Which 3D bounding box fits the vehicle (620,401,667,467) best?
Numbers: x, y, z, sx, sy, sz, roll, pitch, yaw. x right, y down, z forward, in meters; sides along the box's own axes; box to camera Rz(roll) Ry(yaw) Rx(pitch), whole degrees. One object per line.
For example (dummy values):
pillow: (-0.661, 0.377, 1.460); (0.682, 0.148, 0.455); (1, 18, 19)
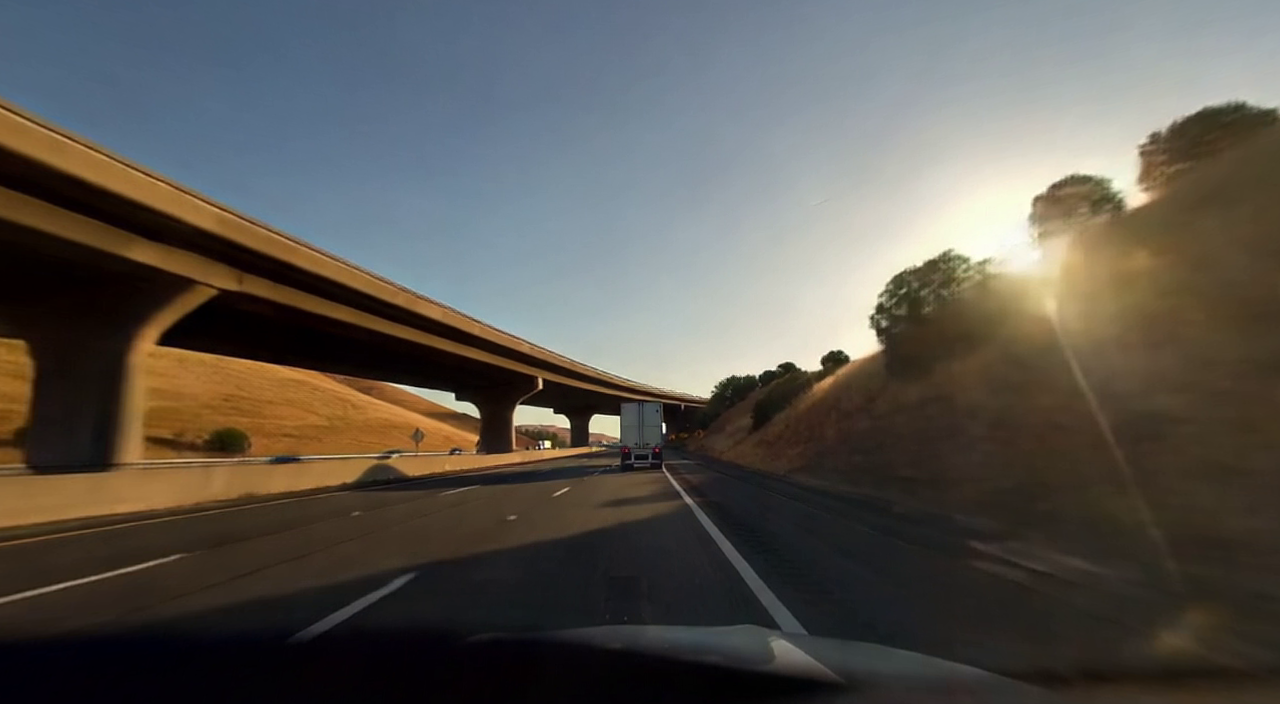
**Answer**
vehicle: (0.192, 5.812, 44.024); (2.866, 4.014, 11.261); (0, -8, 0)
